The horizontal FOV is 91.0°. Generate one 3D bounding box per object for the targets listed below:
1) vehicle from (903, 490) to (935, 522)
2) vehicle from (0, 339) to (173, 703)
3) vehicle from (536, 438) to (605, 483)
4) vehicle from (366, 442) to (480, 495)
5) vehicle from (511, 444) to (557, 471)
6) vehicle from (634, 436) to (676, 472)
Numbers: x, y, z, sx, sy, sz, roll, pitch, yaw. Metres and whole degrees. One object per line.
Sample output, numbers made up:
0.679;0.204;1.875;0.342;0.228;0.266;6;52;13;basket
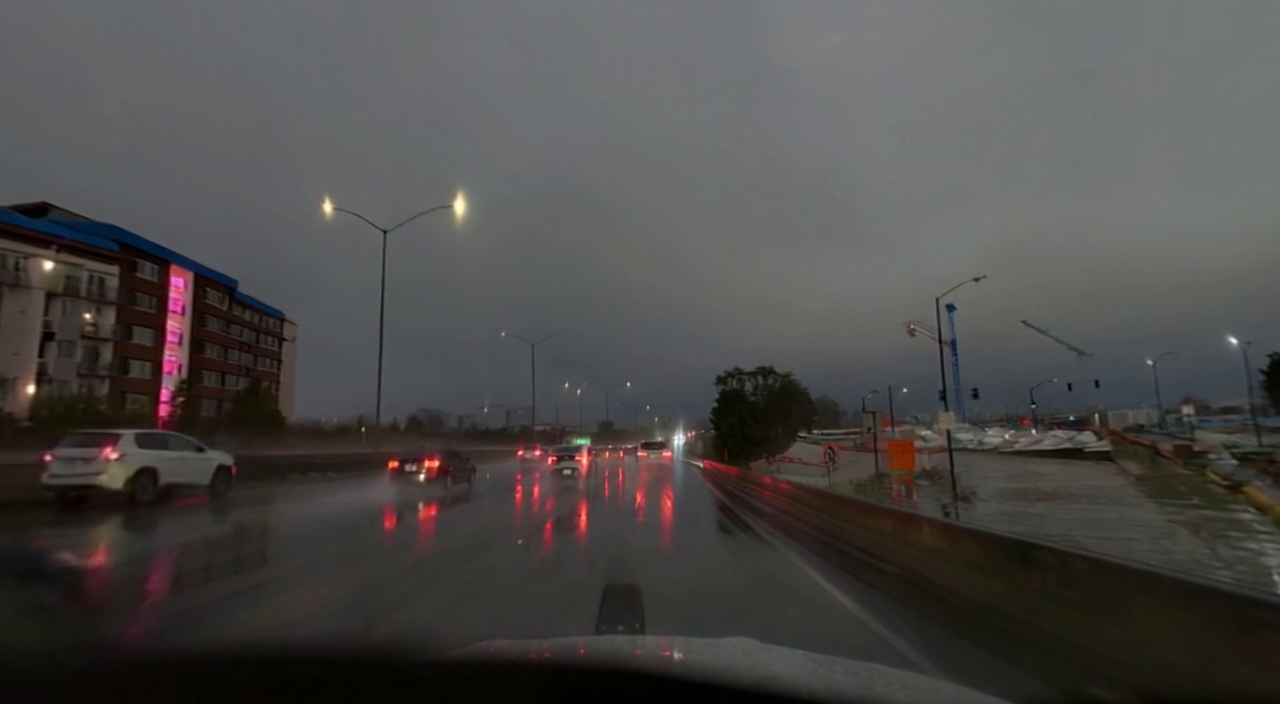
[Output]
21.570;11.896;48.787;1.859;1.579;4.190;-6;-3;20;vehicle
-3.665;0.603;1.237;2.045;1.710;4.382;0;-8;1;vehicle
-2.733;4.434;26.022;2.109;1.657;4.554;0;-8;3;vehicle
-6.771;3.660;20.238;1.959;1.486;4.460;0;-8;2;vehicle
-6.332;6.362;38.232;1.931;1.505;4.386;0;-8;1;vehicle
0.801;5.433;33.595;2.116;1.763;4.352;0;-8;1;vehicle
